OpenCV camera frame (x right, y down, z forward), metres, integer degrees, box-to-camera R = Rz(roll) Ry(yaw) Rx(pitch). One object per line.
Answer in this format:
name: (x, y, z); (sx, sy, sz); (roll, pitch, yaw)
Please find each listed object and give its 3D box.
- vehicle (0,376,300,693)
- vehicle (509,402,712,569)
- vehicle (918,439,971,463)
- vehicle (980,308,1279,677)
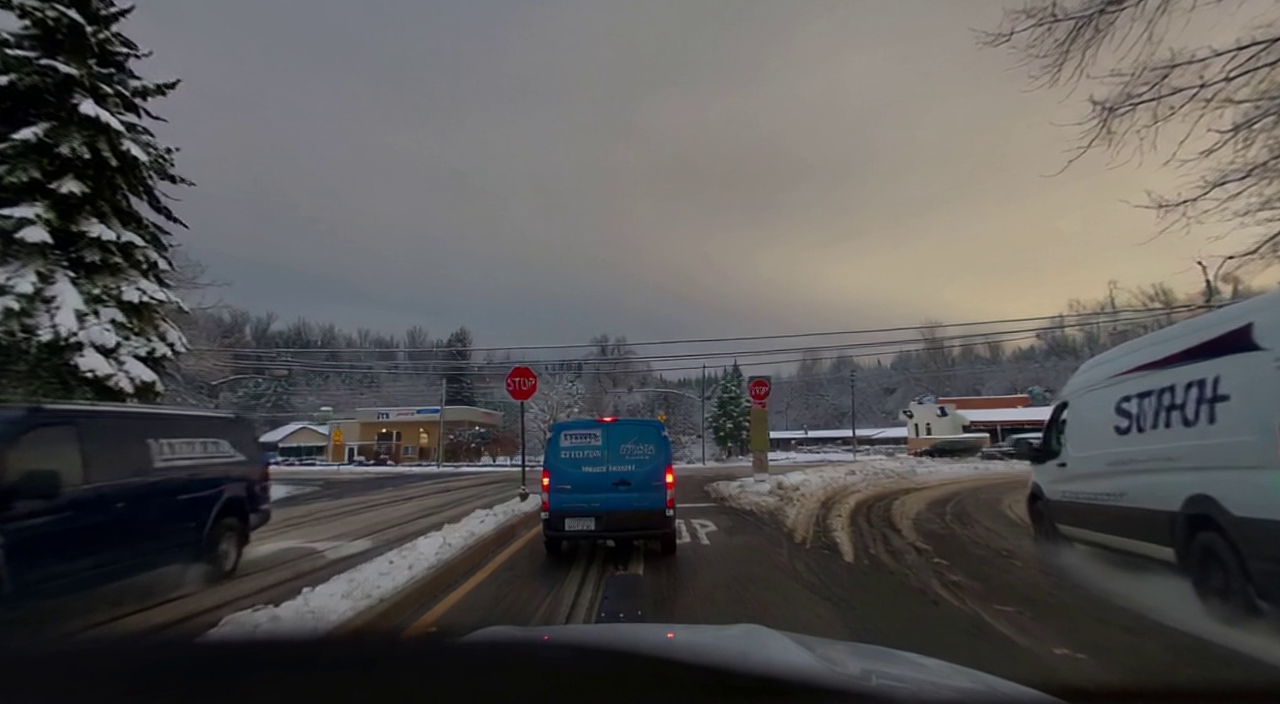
vehicle: (-4.572, 1.162, 4.511); (1.985, 1.710, 4.651); (1, -9, -5)
vehicle: (-0.256, 1.816, 9.321); (2.237, 1.828, 4.546); (0, -9, 2)
vehicle: (22.184, 7.215, 45.959); (1.985, 1.659, 4.512); (-9, -12, 44)
vehicle: (5.416, 1.148, 5.717); (2.385, 2.196, 5.640); (-2, -9, 10)
